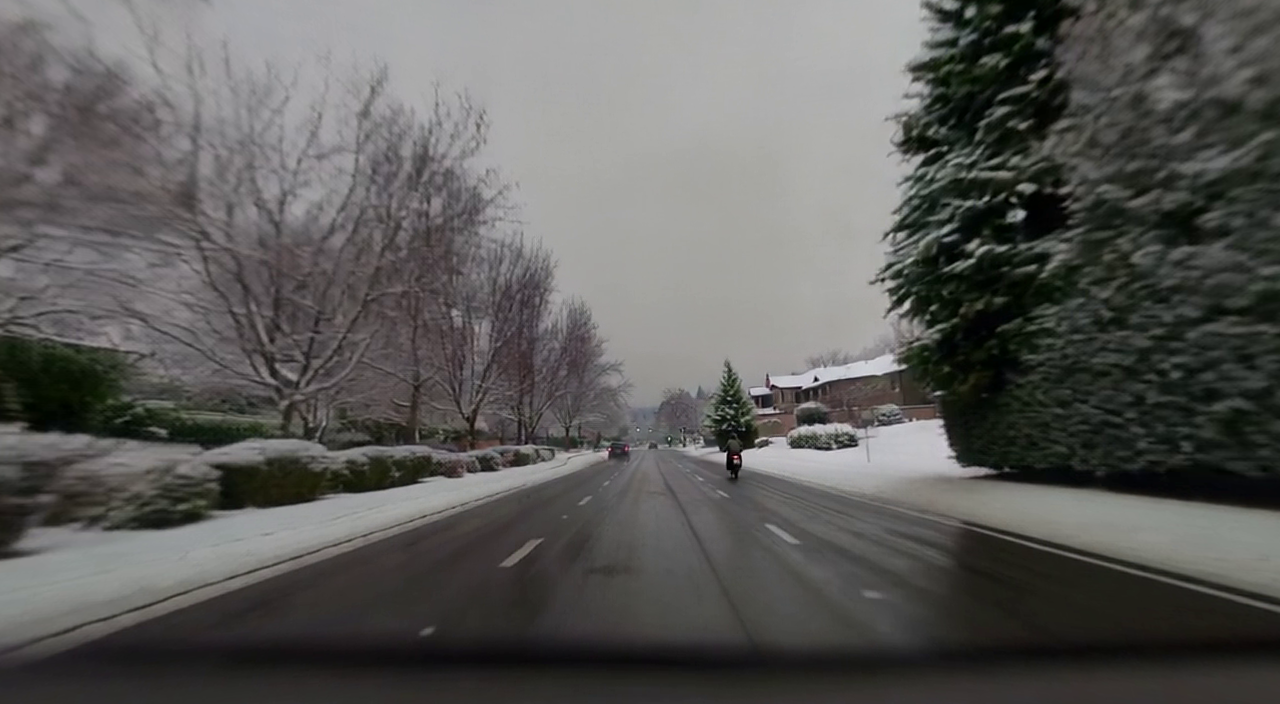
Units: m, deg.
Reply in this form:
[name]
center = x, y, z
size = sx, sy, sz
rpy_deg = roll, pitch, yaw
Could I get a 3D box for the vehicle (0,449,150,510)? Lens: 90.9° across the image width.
[vehicle]
center = -16.912, 3.543, 18.031
size = 1.963, 1.480, 4.659
rpy_deg = 0, -8, 1
